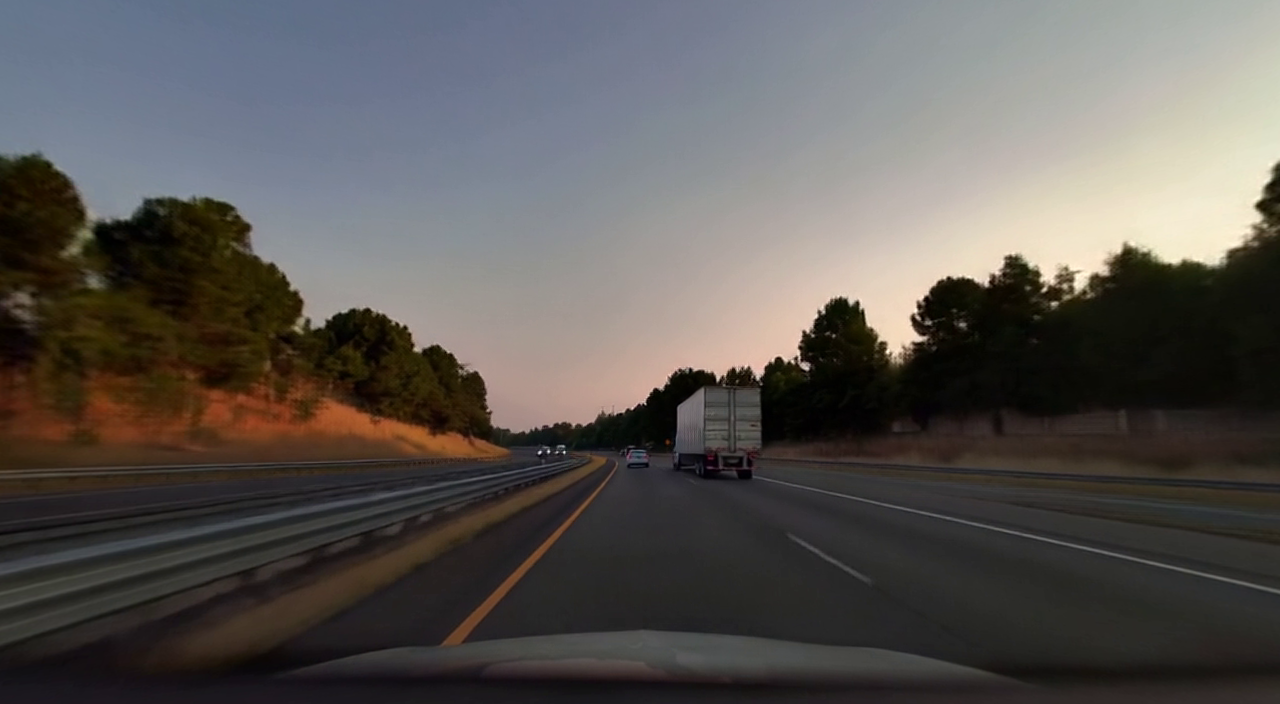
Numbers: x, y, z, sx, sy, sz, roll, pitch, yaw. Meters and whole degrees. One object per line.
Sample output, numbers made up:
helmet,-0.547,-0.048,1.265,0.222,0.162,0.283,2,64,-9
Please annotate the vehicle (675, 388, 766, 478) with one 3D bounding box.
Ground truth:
vehicle,4.038,4.811,35.849,2.883,4.057,14.579,0,-9,-1

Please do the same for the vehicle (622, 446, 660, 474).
vehicle,0.012,6.264,36.720,2.051,1.513,4.511,0,-9,-2
